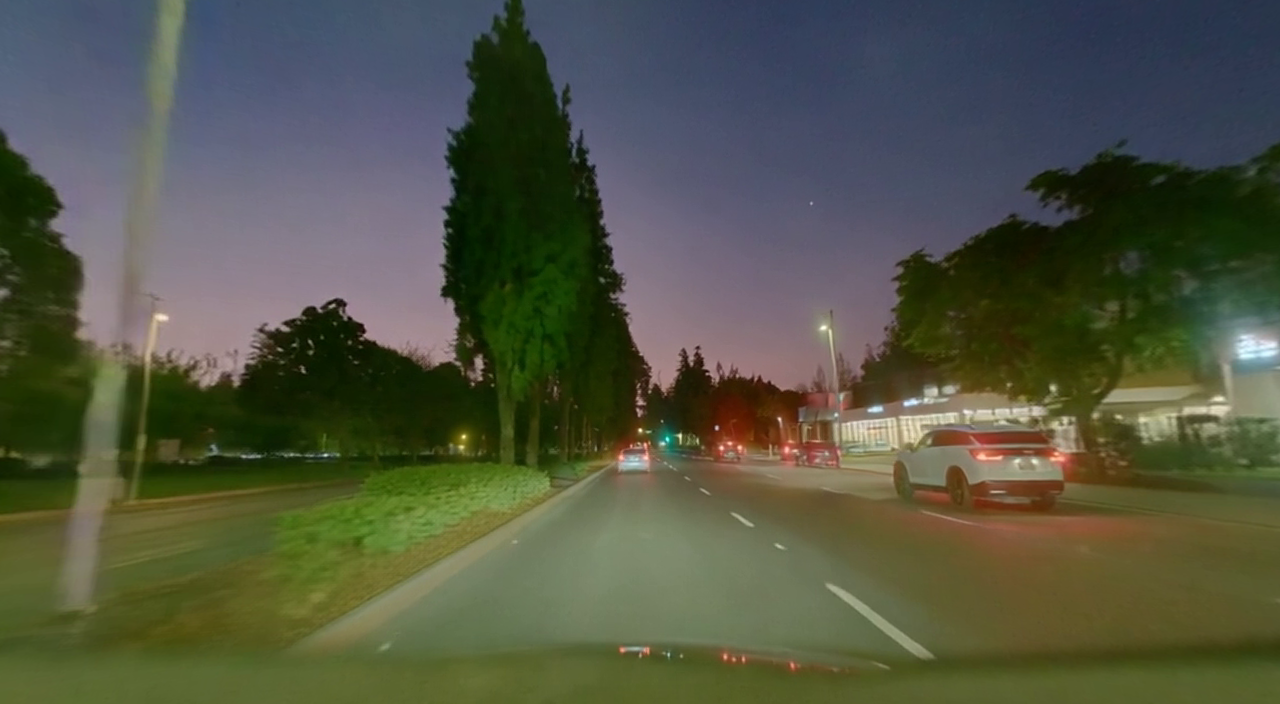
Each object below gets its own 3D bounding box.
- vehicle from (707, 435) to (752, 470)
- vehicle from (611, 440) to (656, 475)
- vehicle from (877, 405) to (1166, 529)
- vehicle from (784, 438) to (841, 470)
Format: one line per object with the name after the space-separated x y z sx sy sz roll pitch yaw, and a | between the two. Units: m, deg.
5.045 5.731 36.172 1.955 1.845 4.538 0 -8 1 | vehicle
-0.290 5.053 30.505 2.037 1.568 3.693 0 -8 0 | vehicle
7.066 2.211 12.804 2.240 1.923 5.678 0 -8 -1 | vehicle
10.278 6.115 38.035 1.988 1.783 5.324 0 -8 1 | vehicle
